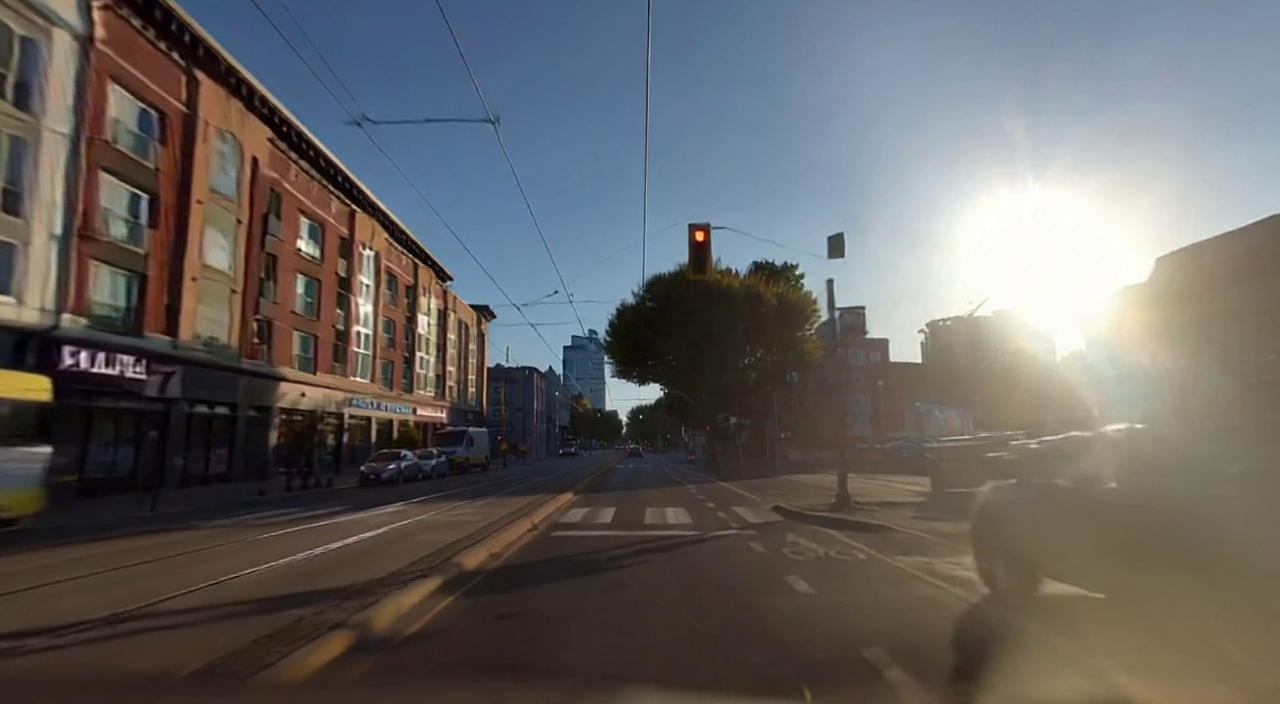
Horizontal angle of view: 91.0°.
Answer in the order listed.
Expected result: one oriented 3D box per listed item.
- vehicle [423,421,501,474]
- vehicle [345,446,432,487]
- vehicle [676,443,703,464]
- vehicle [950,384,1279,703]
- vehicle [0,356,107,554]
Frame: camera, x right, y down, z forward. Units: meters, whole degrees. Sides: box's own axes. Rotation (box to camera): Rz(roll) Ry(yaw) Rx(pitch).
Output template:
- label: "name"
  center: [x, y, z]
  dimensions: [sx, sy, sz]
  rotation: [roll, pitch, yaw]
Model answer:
- label: "vehicle"
  center: [-10.387, 5.667, 37.568]
  dimensions: [2.378, 2.765, 7.920]
  rotation: [0, -8, 0]
- label: "vehicle"
  center: [-9.992, 4.557, 25.375]
  dimensions: [1.897, 1.464, 4.209]
  rotation: [0, -8, -2]
- label: "vehicle"
  center: [3.782, 7.786, 48.504]
  dimensions: [1.819, 1.546, 3.681]
  rotation: [0, -8, 1]
- label: "vehicle"
  center: [3.899, 1.117, 4.180]
  dimensions: [1.869, 1.557, 3.501]
  rotation: [0, -8, 0]
- label: "vehicle"
  center: [-10.210, 1.200, 7.205]
  dimensions: [2.291, 2.745, 6.492]
  rotation: [-1, -9, 2]
